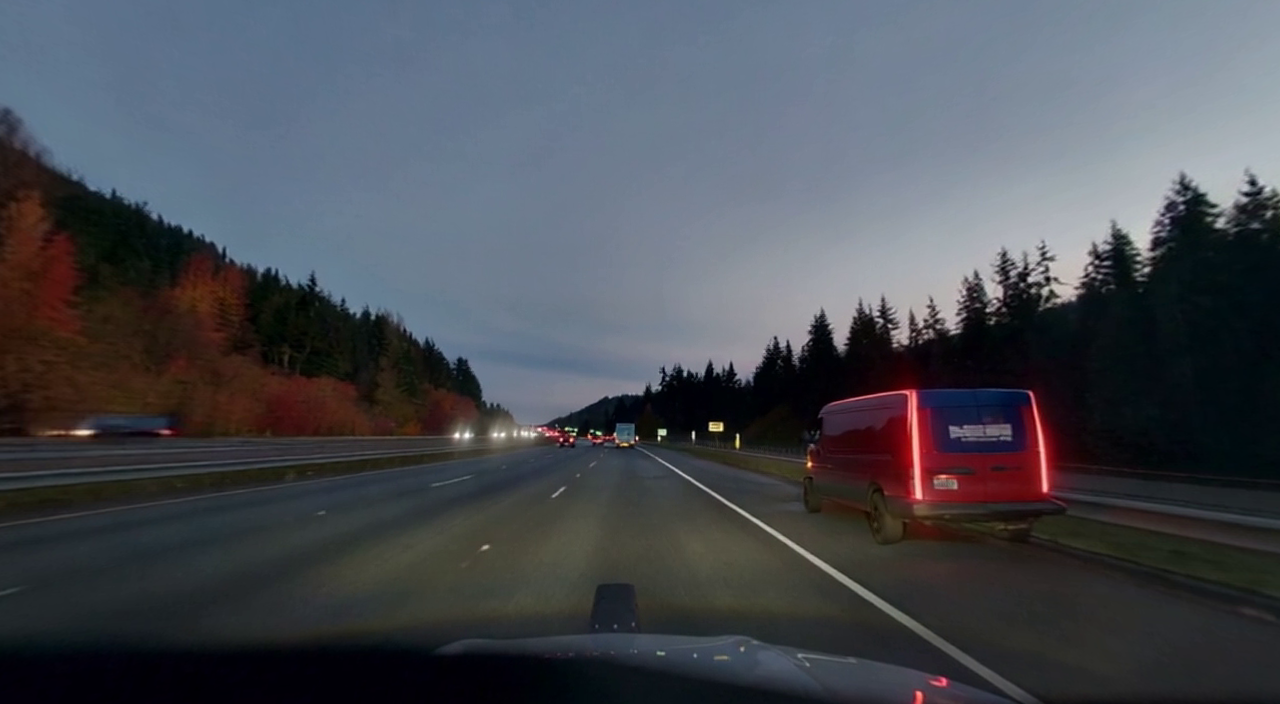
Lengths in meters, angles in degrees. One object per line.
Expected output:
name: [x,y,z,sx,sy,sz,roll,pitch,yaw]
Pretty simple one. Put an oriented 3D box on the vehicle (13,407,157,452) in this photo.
vehicle: [-26.183,3.739,30.012,2.033,1.947,5.353,0,-8,-1]
